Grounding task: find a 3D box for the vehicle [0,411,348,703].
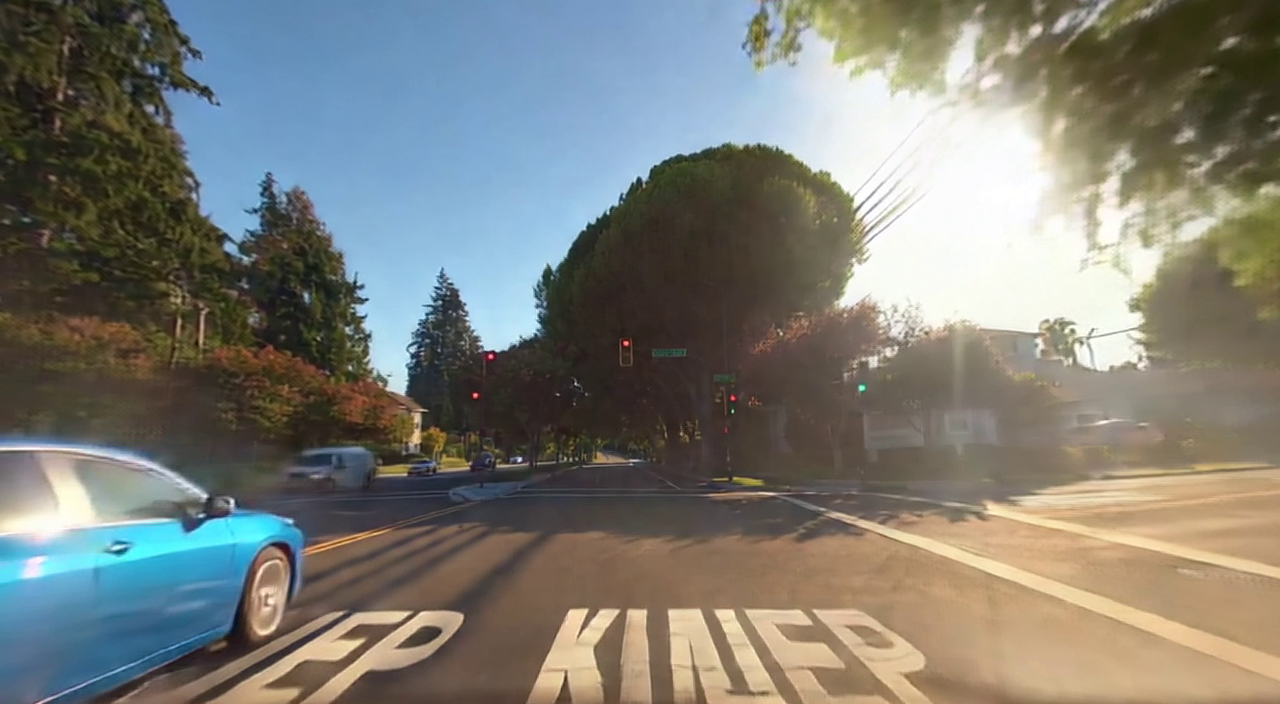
[{"bbox_3d":[-3.662,1.122,3.400,1.980,1.508,4.502,0,-8,0],"label":"vehicle"}]
